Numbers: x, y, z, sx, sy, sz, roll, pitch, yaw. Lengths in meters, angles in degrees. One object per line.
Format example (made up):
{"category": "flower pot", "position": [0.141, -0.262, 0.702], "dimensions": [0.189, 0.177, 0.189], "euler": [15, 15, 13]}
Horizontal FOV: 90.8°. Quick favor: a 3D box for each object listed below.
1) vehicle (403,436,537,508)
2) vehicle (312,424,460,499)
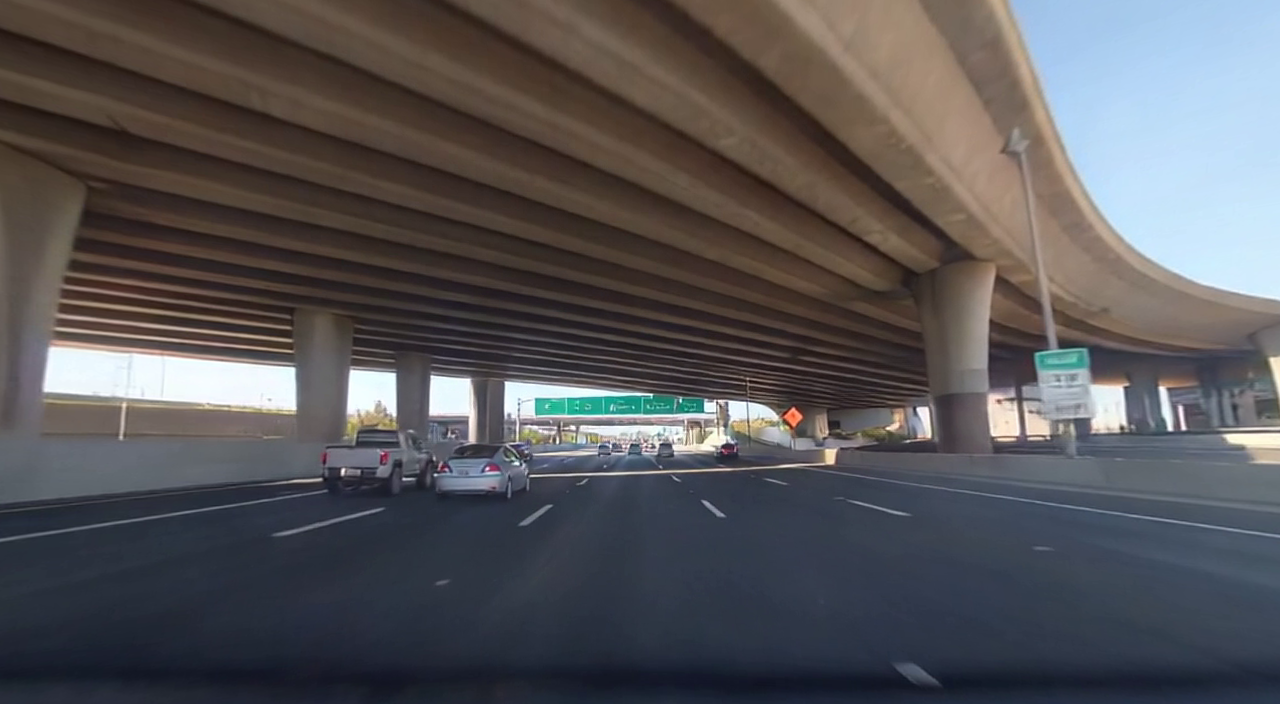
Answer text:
{"category": "vehicle", "position": [-4.009, 2.900, 15.799], "dimensions": [2.051, 1.516, 4.493], "euler": [0, -8, 1]}
{"category": "vehicle", "position": [-7.156, 3.161, 18.589], "dimensions": [2.208, 1.876, 5.088], "euler": [0, -8, 0]}
